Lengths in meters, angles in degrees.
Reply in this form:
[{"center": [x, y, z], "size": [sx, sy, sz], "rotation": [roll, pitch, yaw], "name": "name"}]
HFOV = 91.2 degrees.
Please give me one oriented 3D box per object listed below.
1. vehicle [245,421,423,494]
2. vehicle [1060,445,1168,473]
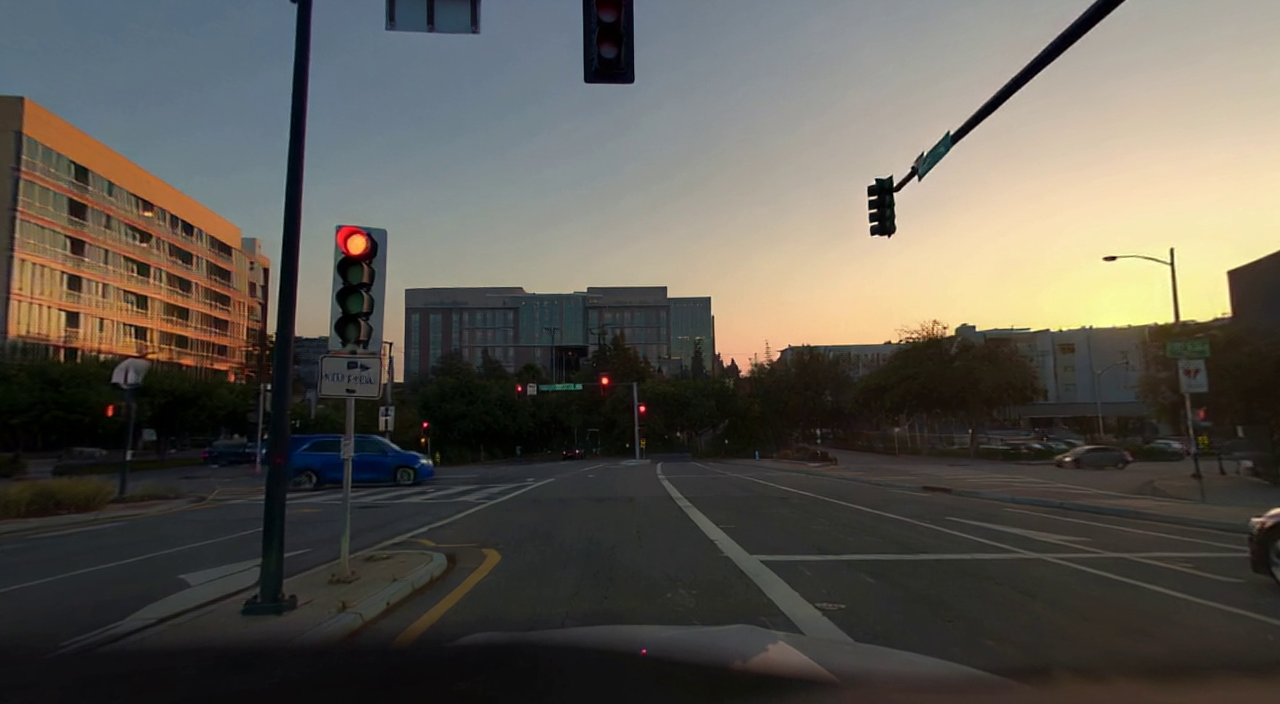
[{"center": [-14.010, 4.874, 29.442], "size": [7.088, 3.096, 2.678], "rotation": [2, -9, -18], "name": "vehicle"}, {"center": [27.810, 6.270, 36.899], "size": [4.736, 1.542, 1.966], "rotation": [0, -9, -1], "name": "vehicle"}]
